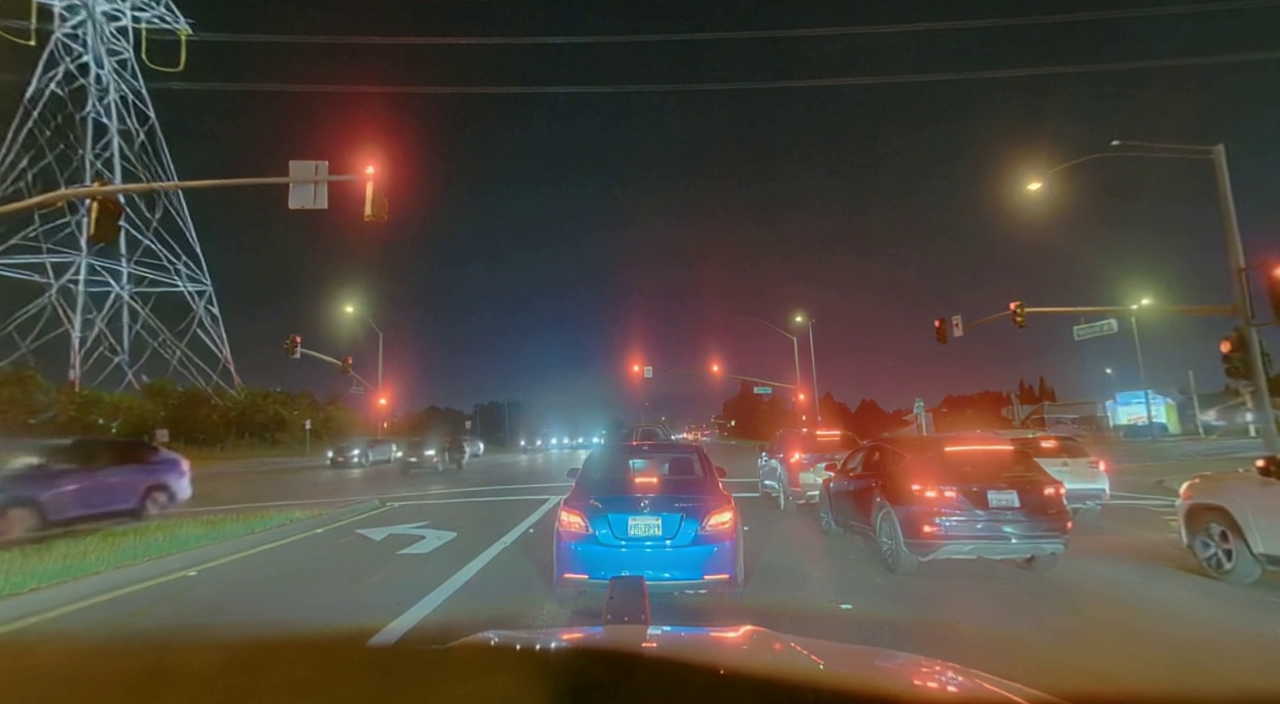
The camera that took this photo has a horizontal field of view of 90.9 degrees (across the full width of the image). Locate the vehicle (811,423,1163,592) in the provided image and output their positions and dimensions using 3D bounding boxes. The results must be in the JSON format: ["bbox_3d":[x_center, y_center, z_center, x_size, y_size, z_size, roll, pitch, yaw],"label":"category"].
[{"bbox_3d":[3.654,1.687,7.727,1.835,1.473,4.190,0,-8,-2],"label":"vehicle"}]

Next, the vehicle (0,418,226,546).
[{"bbox_3d":[-10.245,2.161,10.951,2.161,1.818,5.672,0,-8,1],"label":"vehicle"}]

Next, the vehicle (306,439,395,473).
[{"bbox_3d":[-13.764,4.956,30.308,1.982,1.469,4.583,-1,-8,2],"label":"vehicle"}]

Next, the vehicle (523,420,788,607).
[{"bbox_3d":[0.113,1.600,7.134,2.117,1.474,4.036,0,-8,0],"label":"vehicle"}]

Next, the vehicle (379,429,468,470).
[{"bbox_3d":[-10.012,4.577,29.641,2.239,1.719,4.948,-1,-8,3],"label":"vehicle"}]

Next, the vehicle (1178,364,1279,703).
[{"bbox_3d":[3.409,0.592,0.632,1.926,1.614,4.330,0,-8,1],"label":"vehicle"}]
